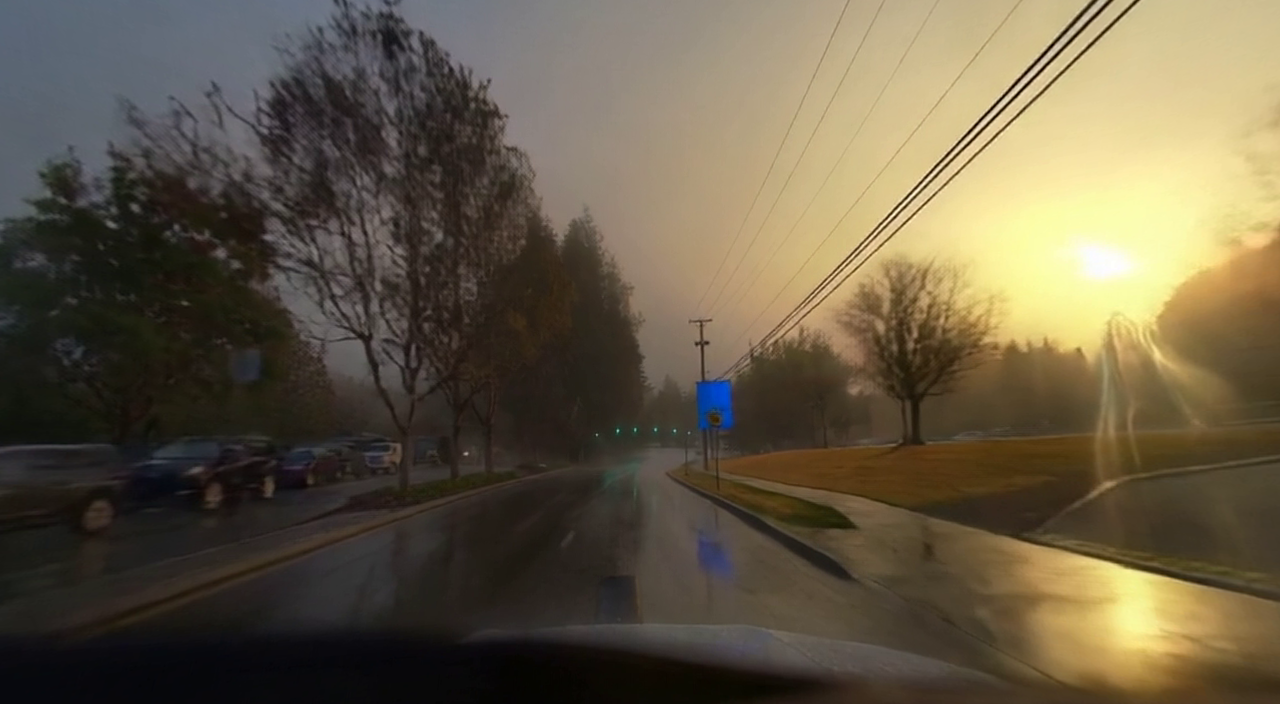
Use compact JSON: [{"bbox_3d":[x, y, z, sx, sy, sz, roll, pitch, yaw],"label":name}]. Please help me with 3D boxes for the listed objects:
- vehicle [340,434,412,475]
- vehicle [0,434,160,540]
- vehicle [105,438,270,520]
[{"bbox_3d":[-18.207,7.136,43.795,2.327,2.595,6.045,-1,-9,1],"label":"vehicle"},{"bbox_3d":[-11.837,2.638,12.682,1.760,1.764,4.263,0,-9,-14],"label":"vehicle"},{"bbox_3d":[-13.077,3.662,18.678,1.977,1.992,5.117,0,-9,-12],"label":"vehicle"}]
